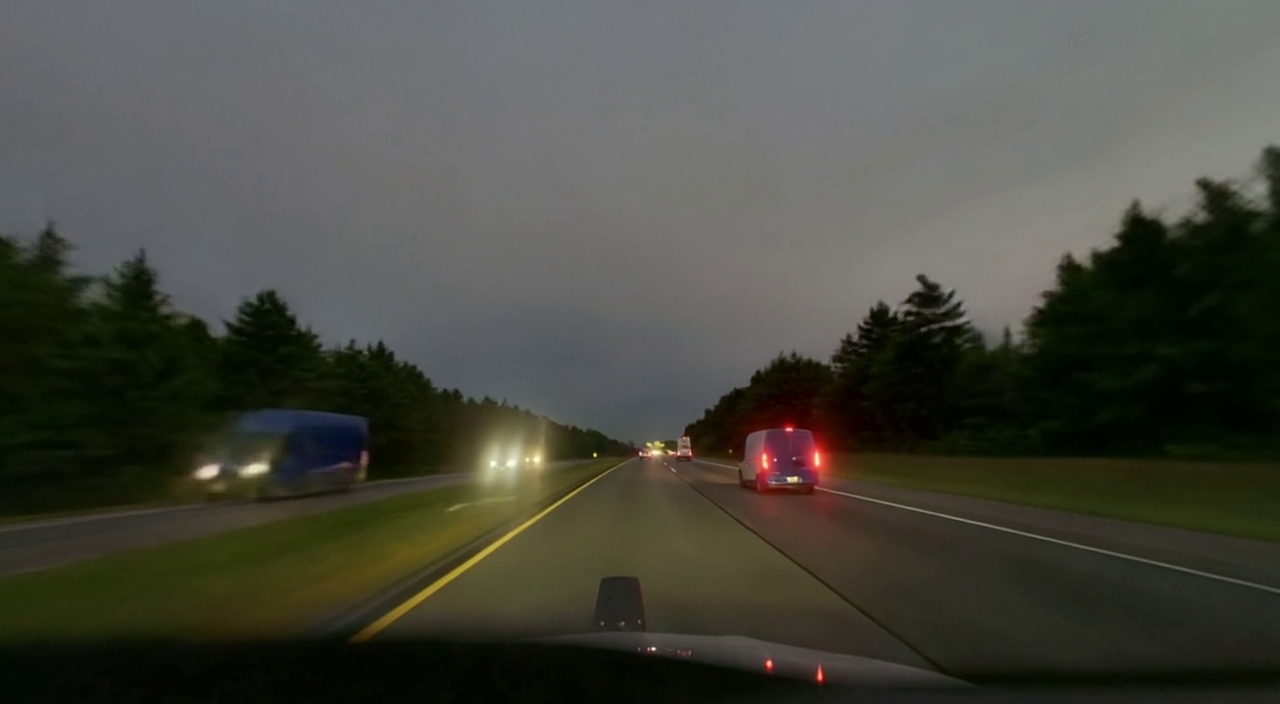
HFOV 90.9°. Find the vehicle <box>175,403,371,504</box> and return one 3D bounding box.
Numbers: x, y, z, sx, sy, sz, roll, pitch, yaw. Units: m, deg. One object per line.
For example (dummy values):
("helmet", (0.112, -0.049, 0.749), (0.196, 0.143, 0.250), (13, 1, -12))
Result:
("vehicle", (-13.334, 3.843, 23.955), (2.734, 3.160, 7.643), (-1, -9, 1))

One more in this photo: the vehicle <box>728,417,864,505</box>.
("vehicle", (4.016, 2.945, 17.282), (2.371, 2.045, 4.768), (0, -9, -1))
